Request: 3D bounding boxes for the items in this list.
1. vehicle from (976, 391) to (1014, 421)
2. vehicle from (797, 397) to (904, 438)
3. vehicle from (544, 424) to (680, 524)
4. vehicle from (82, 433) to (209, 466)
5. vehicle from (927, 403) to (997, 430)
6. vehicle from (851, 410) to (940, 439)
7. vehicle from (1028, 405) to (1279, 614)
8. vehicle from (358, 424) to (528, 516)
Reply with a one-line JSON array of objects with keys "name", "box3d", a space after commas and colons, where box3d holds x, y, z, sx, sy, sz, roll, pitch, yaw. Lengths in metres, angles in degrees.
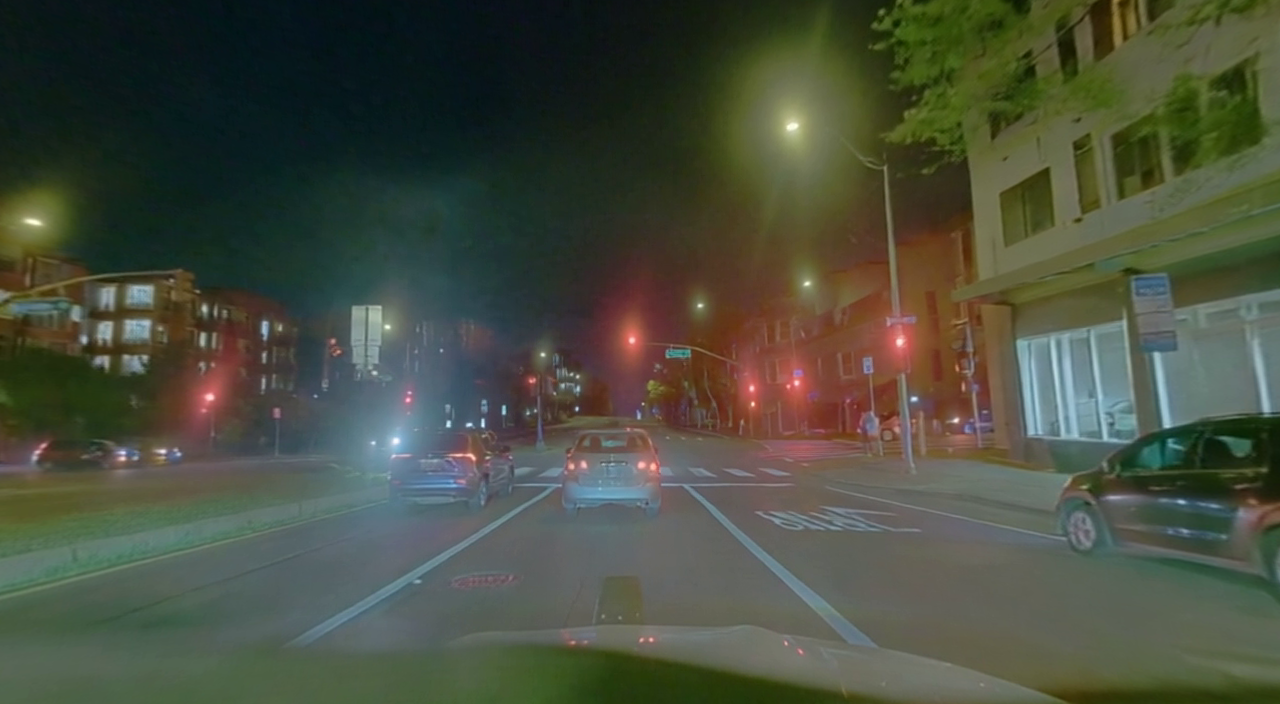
[{"name": "vehicle", "box3d": [27.075, 4.169, 48.053, 2.152, 1.993, 5.078, -6, -10, 31]}, {"name": "vehicle", "box3d": [13.772, 4.358, 41.374, 6.541, 2.480, 2.259, 3, -9, -19]}, {"name": "vehicle", "box3d": [-0.437, 2.159, 11.681, 2.082, 1.520, 3.896, 0, -8, 0]}, {"name": "vehicle", "box3d": [-23.223, 4.595, 29.756, 4.453, 1.471, 1.921, -1, -8, 4]}, {"name": "vehicle", "box3d": [21.187, 4.300, 41.443, 5.017, 1.542, 2.055, 6, -11, -38]}, {"name": "vehicle", "box3d": [15.174, 4.333, 37.529, 4.775, 1.604, 1.915, 3, -9, -21]}, {"name": "vehicle", "box3d": [6.217, 1.431, 6.106, 1.904, 1.705, 4.510, 0, -8, -2]}, {"name": "vehicle", "box3d": [-3.700, 2.304, 12.839, 1.934, 1.522, 4.464, 0, -8, 1]}]
